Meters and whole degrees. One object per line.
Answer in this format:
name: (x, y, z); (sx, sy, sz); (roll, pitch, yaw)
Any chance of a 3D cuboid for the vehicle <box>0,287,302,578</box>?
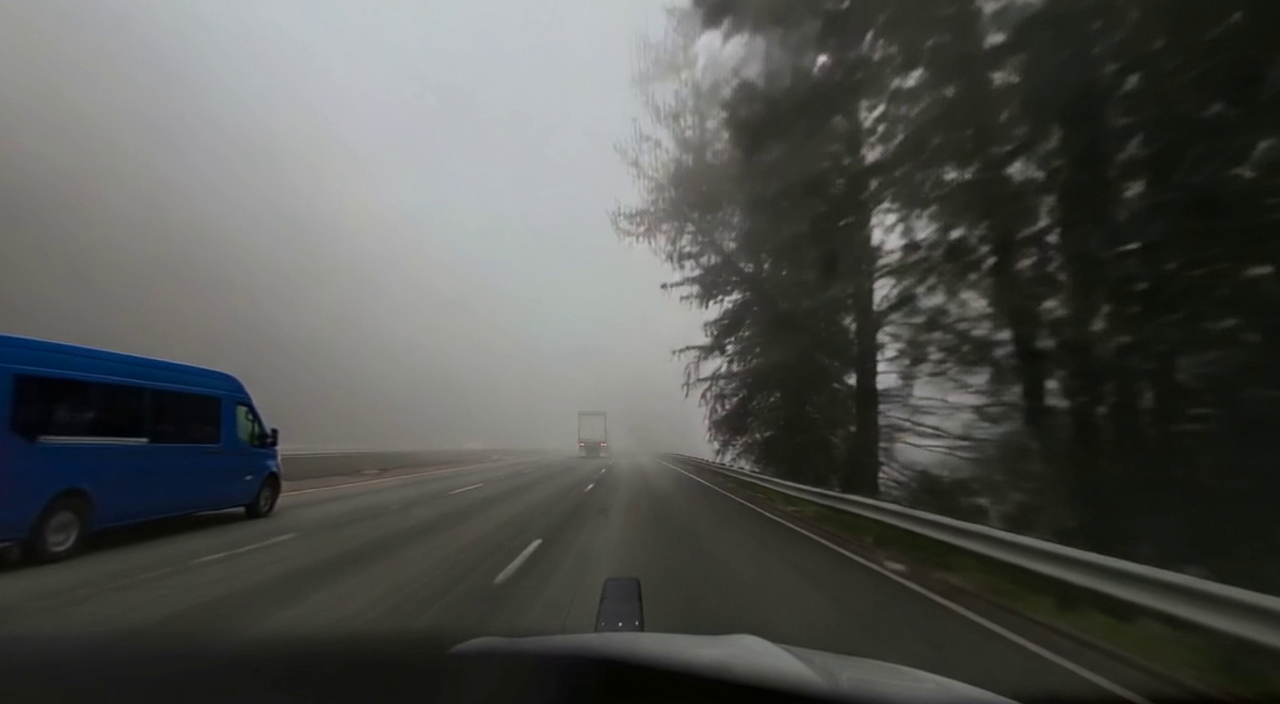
vehicle: (-7.371, 1.038, 7.982); (2.396, 2.763, 6.935); (0, -8, -1)
